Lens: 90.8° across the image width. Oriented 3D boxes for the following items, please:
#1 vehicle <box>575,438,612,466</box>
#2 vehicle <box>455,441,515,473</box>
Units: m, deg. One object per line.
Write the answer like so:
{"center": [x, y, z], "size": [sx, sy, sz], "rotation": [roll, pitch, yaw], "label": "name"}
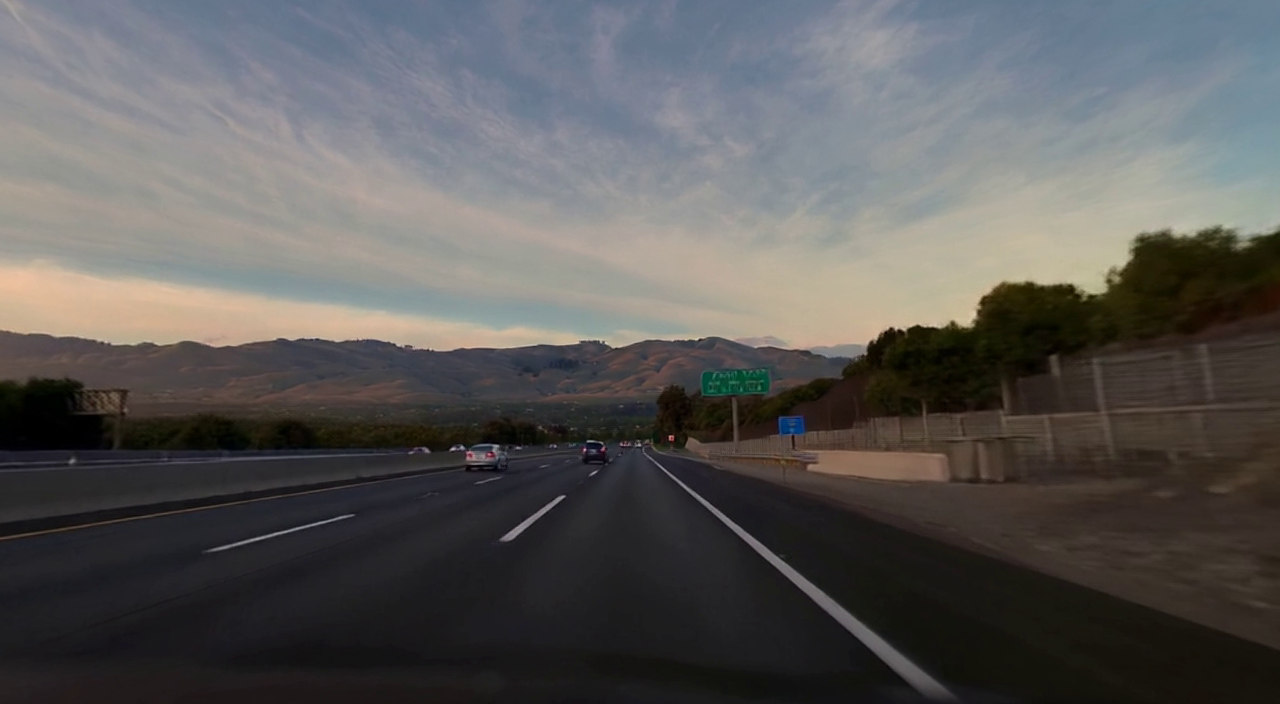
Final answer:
{"center": [-2.975, 6.589, 41.724], "size": [2.029, 1.753, 4.718], "rotation": [0, -8, 1], "label": "vehicle"}
{"center": [-7.802, 5.323, 32.286], "size": [1.930, 1.508, 4.567], "rotation": [0, -8, 0], "label": "vehicle"}
